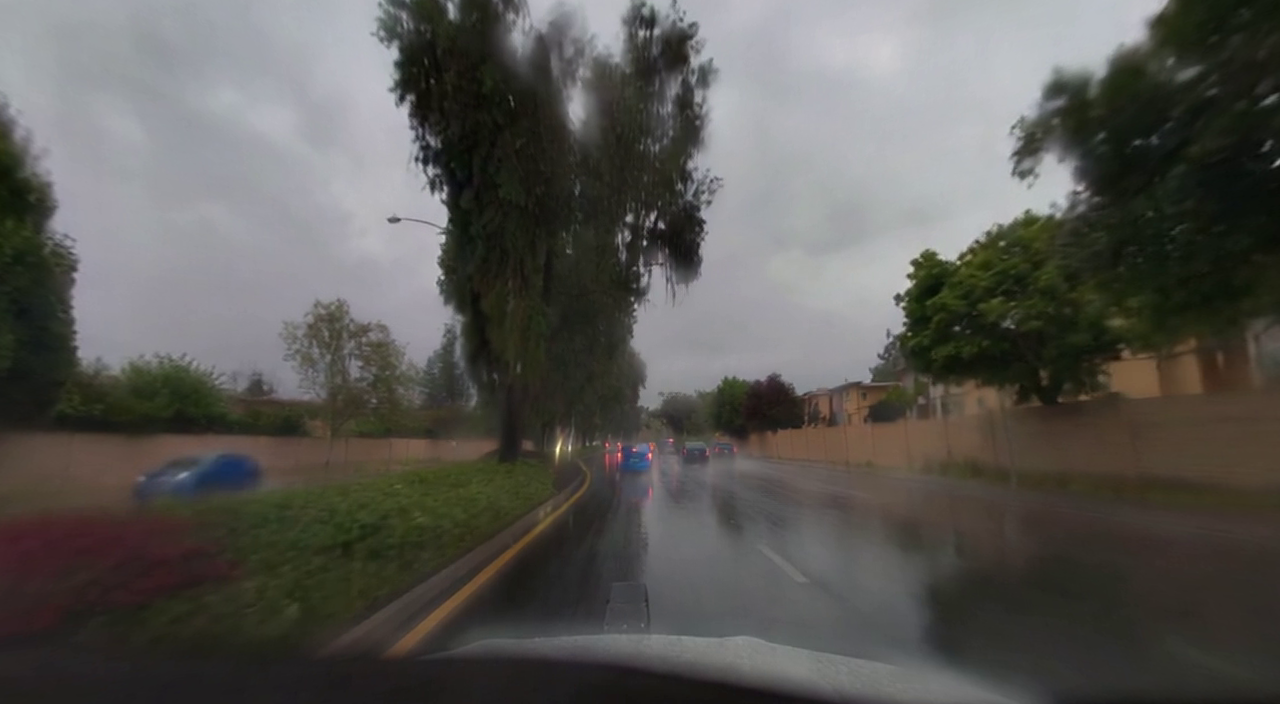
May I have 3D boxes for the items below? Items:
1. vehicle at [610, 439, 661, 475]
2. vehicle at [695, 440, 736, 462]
[{"bbox_3d":[-0.161,4.624,27.985,2.102,1.481,3.907,0,-8,0],"label":"vehicle"},{"bbox_3d":[5.318,7.089,45.158,2.067,1.514,4.188,0,-9,-5],"label":"vehicle"}]
